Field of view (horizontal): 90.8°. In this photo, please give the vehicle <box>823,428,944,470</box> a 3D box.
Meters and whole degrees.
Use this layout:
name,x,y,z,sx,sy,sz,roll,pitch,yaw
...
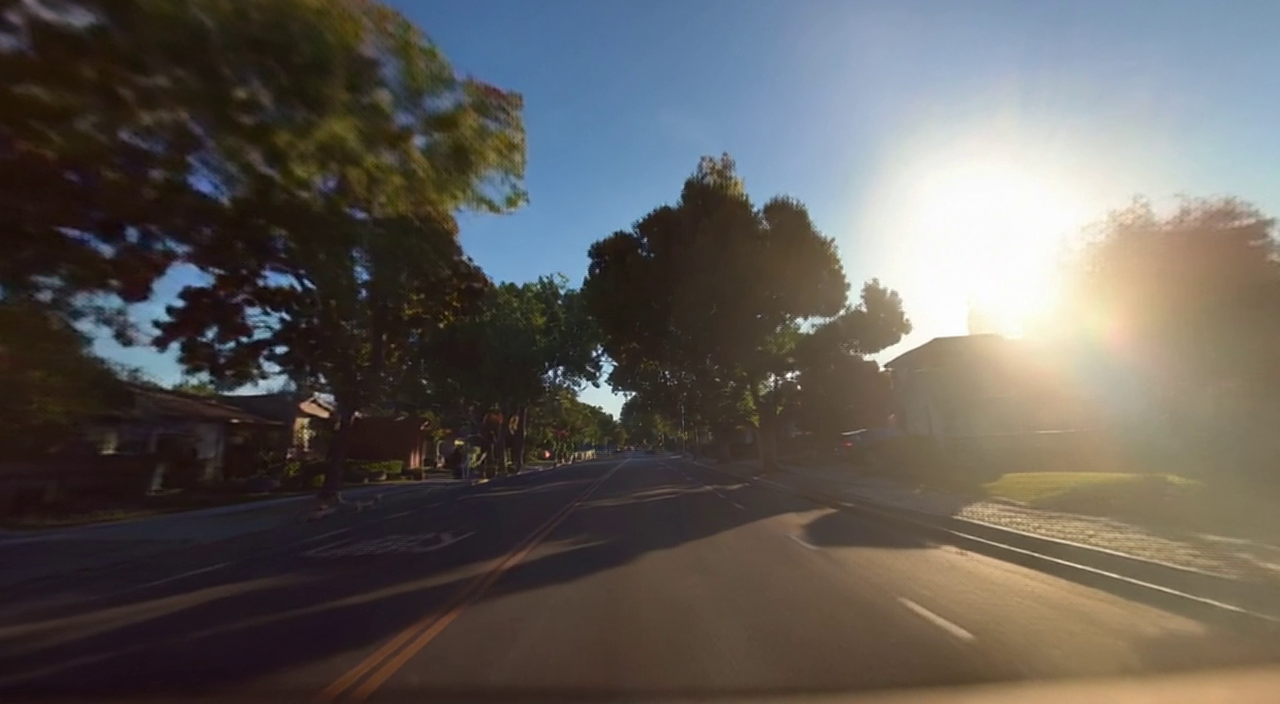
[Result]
name,x,y,z,sx,sy,sz,roll,pitch,yaw
vehicle,10.513,4.224,27.569,4.449,1.765,1.917,-1,-9,3

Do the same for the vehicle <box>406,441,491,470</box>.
name,x,y,z,sx,sy,sz,roll,pitch,yaw
vehicle,-12.665,6.880,41.967,4.928,1.848,2.041,0,-9,0
